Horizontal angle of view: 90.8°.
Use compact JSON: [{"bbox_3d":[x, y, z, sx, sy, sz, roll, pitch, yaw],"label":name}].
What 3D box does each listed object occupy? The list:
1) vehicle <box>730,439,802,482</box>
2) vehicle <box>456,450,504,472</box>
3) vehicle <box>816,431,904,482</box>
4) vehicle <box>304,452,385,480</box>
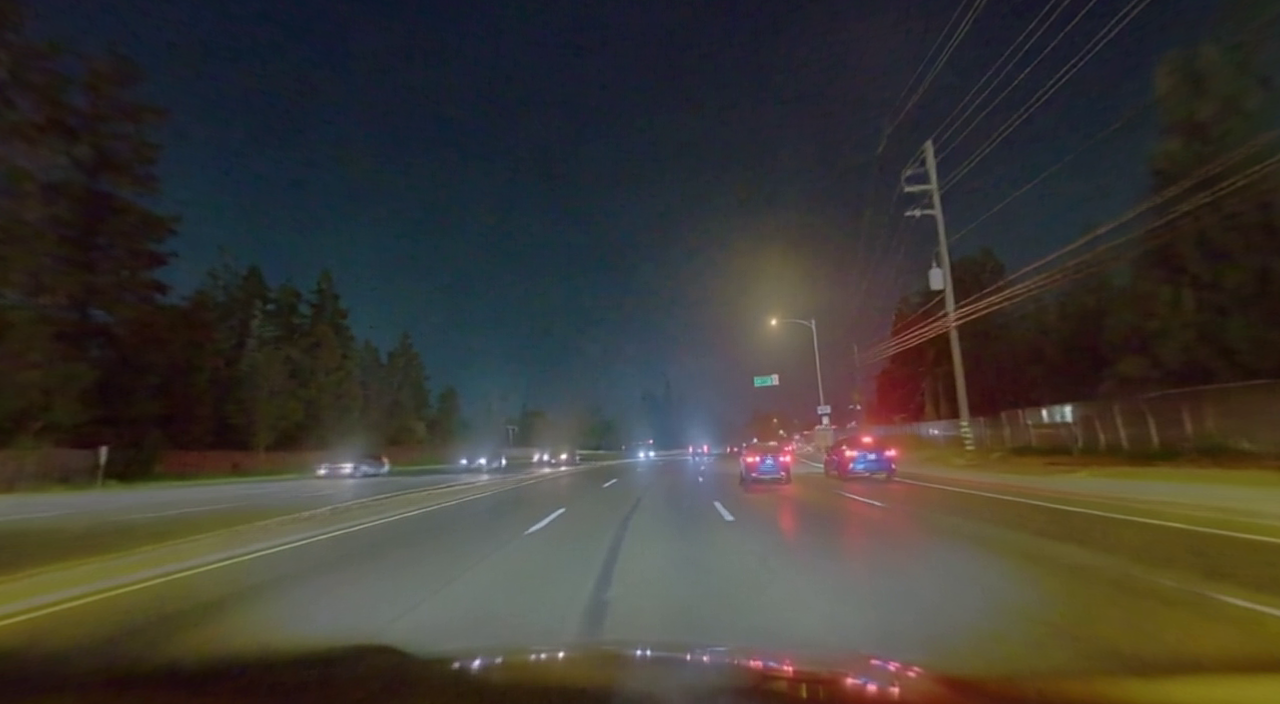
[{"bbox_3d":[4.694,4.111,24.231,2.035,1.460,4.392,-1,-8,3],"label":"vehicle"},{"bbox_3d":[-11.816,8.042,46.960,1.847,1.478,4.746,-1,-9,7],"label":"vehicle"},{"bbox_3d":[8.361,4.009,24.476,2.029,1.795,4.371,-1,-9,3],"label":"vehicle"},{"bbox_3d":[-16.809,6.493,36.289,1.959,1.484,4.672,-1,-9,7],"label":"vehicle"}]
